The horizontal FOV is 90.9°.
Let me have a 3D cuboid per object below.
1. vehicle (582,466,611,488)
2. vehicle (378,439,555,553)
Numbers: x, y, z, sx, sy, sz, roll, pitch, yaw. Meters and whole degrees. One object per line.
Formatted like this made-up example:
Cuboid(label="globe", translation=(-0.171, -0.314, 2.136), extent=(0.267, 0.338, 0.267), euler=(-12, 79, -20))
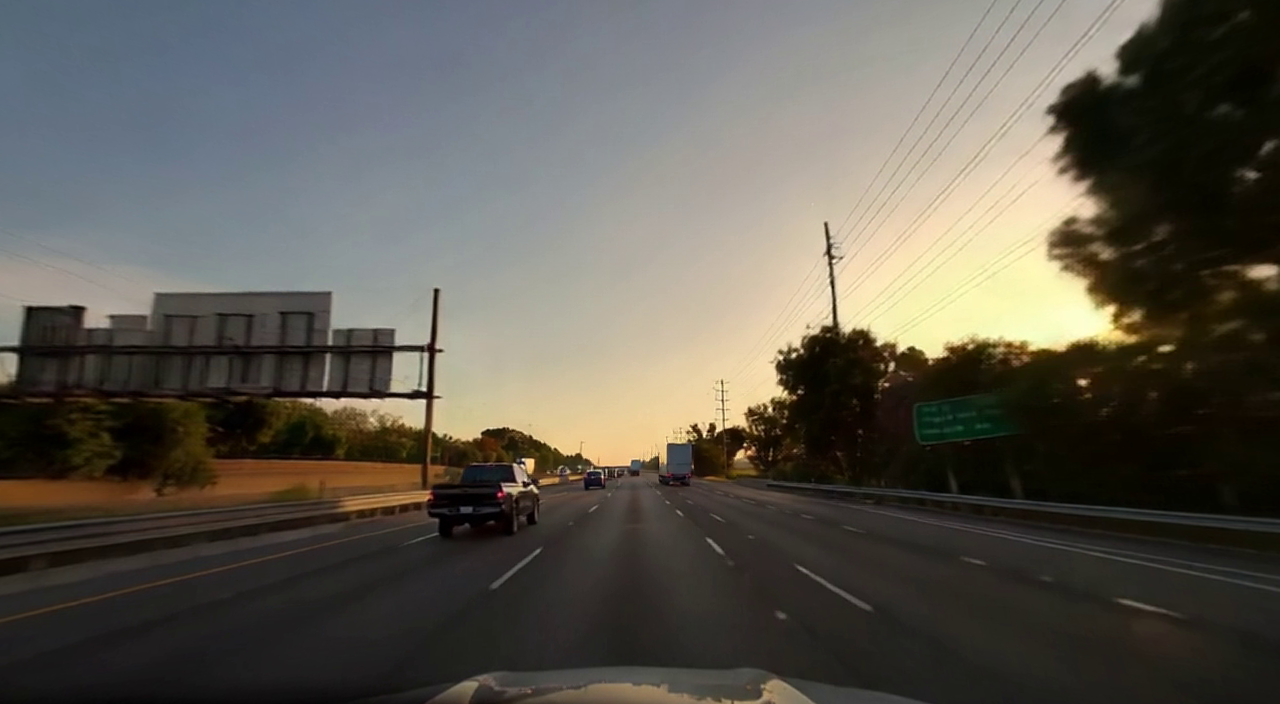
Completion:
Cuboid(label="vehicle", translation=(-3.352, 9.817, 49.475), extent=(1.942, 1.597, 3.943), euler=(1, -11, 0))
Cuboid(label="vehicle", translation=(-3.007, 2.662, 12.084), extent=(2.065, 1.722, 4.441), euler=(1, -11, 0))
